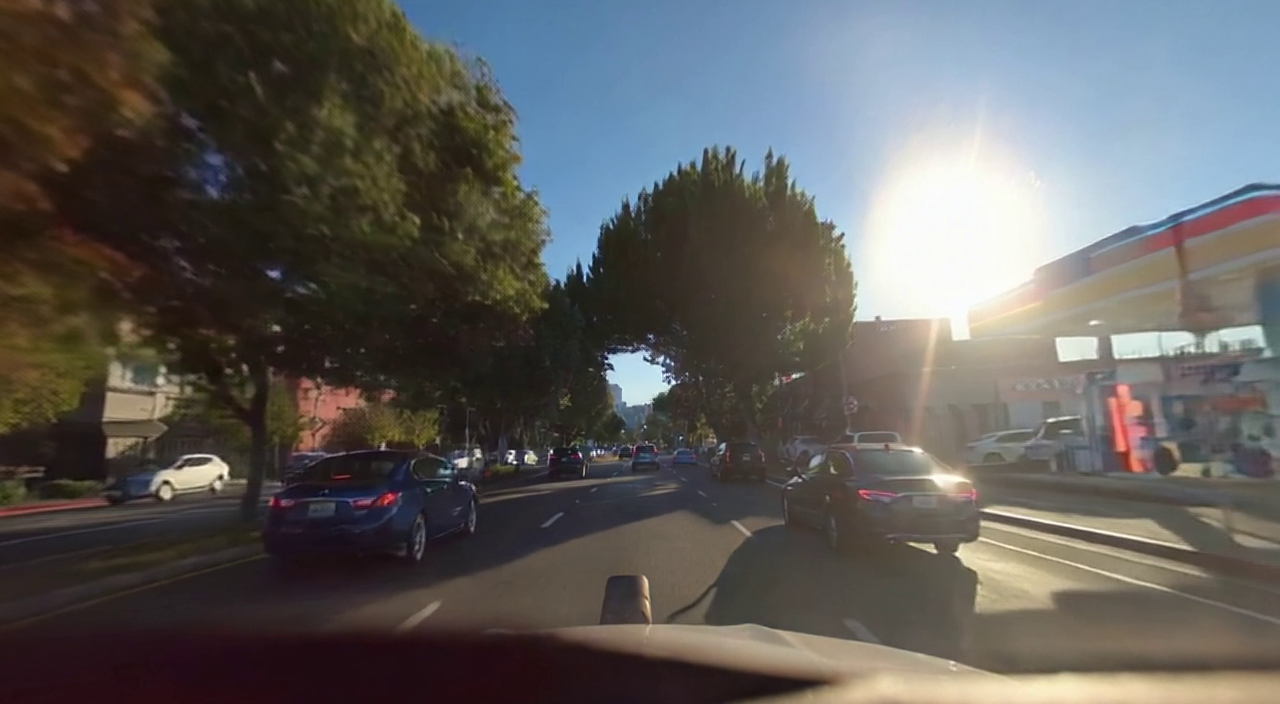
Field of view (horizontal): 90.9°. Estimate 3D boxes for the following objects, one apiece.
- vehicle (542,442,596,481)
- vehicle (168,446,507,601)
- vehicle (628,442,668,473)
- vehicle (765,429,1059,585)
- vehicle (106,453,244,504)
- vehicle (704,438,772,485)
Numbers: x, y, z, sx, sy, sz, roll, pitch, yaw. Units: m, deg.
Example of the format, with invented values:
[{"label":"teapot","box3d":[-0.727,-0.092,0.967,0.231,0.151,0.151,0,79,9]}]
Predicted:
[{"label":"vehicle","box3d":[-3.260,5.094,29.616,1.988,1.645,3.995,0,-8,1]},{"label":"vehicle","box3d":[-3.180,1.868,7.887,2.013,1.354,4.393,0,-8,1]},{"label":"vehicle","box3d":[0.437,6.026,36.134,2.192,1.674,4.124,0,-8,0]},{"label":"vehicle","box3d":[3.114,1.854,8.482,1.919,1.502,4.572,0,-8,0]},{"label":"vehicle","box3d":[-18.664,5.064,25.662,2.062,1.804,4.687,0,-8,-1]},{"label":"vehicle","box3d":[3.882,4.420,25.757,1.980,1.709,4.813,0,-8,0]}]
